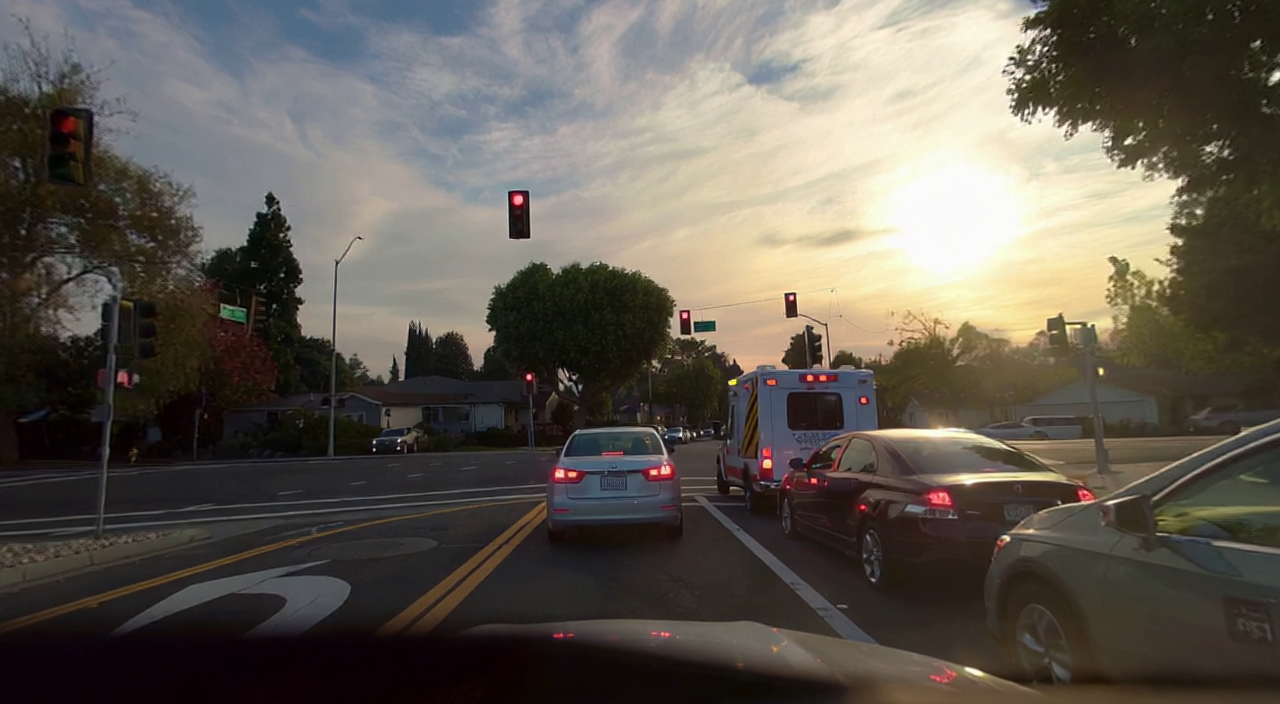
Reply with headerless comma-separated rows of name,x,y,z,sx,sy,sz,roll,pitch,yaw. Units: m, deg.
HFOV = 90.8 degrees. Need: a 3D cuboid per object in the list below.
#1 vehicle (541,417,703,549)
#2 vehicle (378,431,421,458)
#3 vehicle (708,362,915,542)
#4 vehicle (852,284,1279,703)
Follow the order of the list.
vehicle,-0.269,1.984,10.183,2.114,1.707,3.725,0,-8,-1
vehicle,-17.735,6.880,46.861,2.246,1.880,4.454,1,-8,-12
vehicle,2.886,1.896,12.357,2.406,2.687,5.521,0,-8,0
vehicle,2.857,0.891,2.837,2.194,1.820,4.652,0,-8,0
